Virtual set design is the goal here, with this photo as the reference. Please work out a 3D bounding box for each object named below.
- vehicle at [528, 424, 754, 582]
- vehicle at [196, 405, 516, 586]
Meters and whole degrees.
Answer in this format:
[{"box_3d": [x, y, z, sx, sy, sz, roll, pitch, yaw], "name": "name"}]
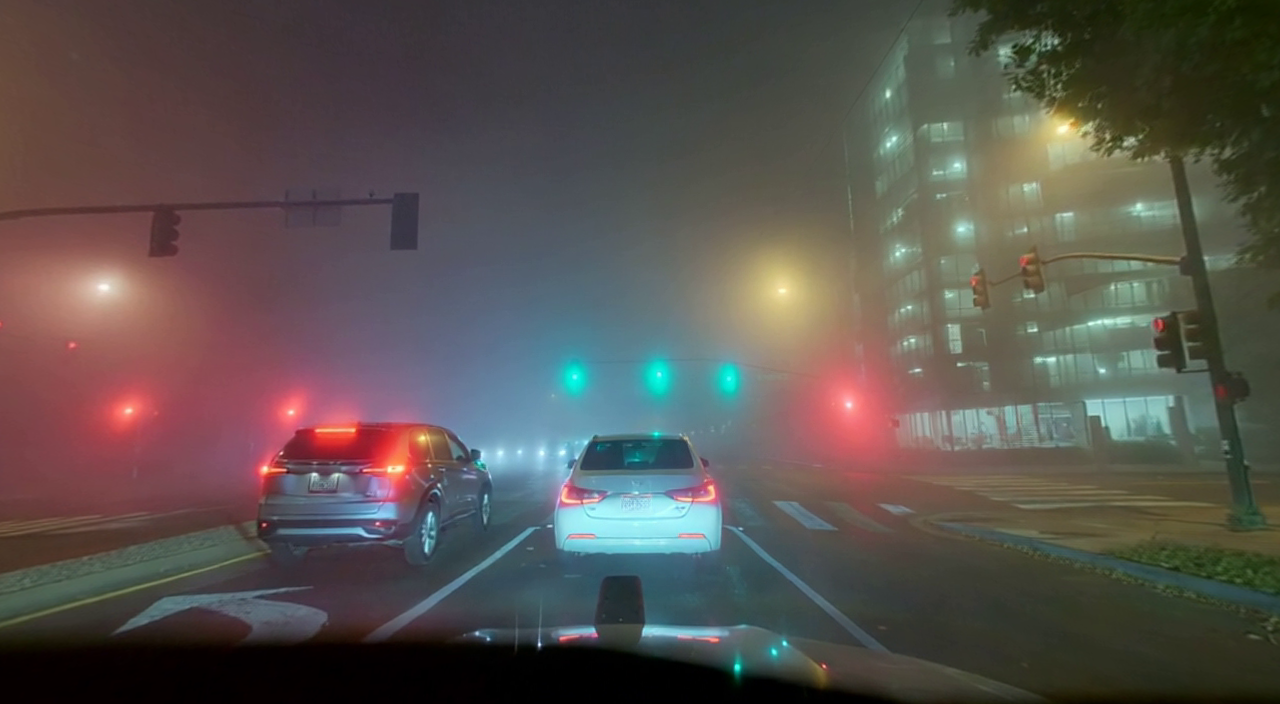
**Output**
[{"box_3d": [0.024, 1.762, 8.146, 2.190, 1.522, 3.850, 0, -8, 1], "name": "vehicle"}, {"box_3d": [-3.174, 1.704, 8.343, 2.081, 1.719, 4.434, 0, -8, 1], "name": "vehicle"}]
